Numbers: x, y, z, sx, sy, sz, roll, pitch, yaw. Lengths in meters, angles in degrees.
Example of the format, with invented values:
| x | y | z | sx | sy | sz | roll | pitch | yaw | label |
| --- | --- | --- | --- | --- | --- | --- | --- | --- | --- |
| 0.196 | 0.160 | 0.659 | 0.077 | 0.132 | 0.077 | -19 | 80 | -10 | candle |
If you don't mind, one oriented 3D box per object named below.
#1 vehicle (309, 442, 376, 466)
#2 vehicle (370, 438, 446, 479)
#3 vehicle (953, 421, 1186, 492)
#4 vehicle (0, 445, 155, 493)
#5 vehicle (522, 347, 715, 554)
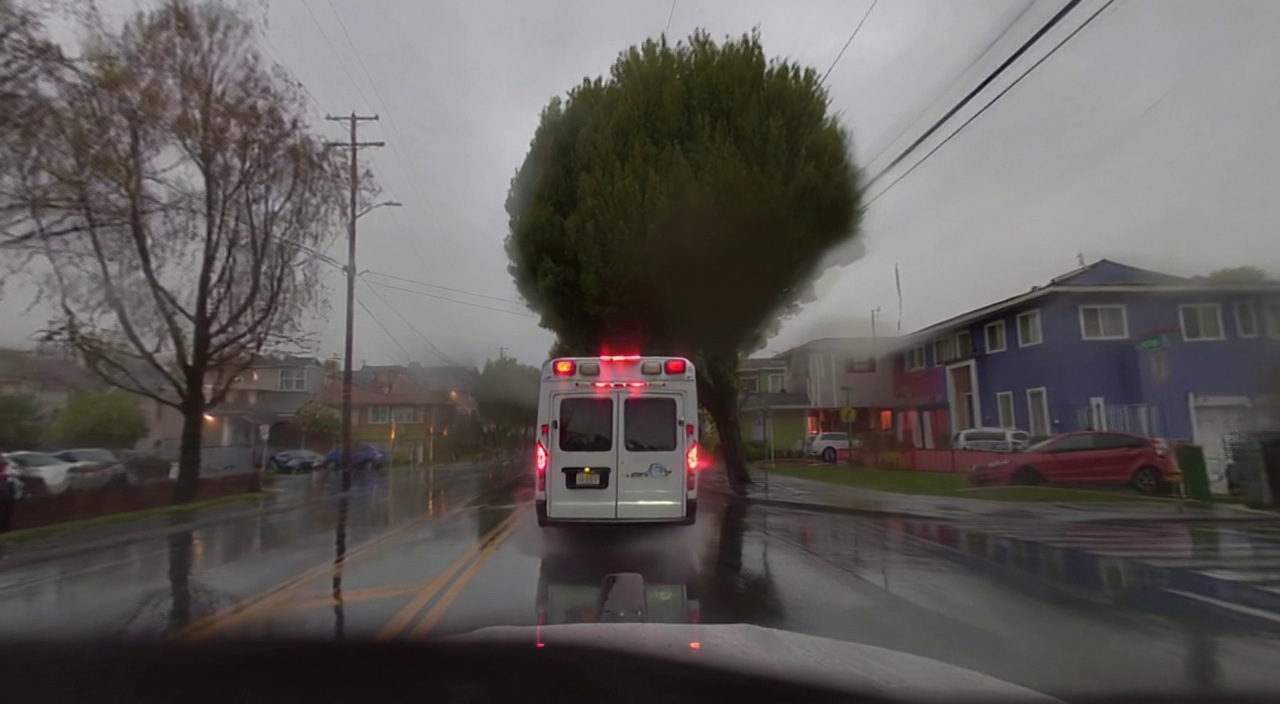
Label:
| x | y | z | sx | sy | sz | roll | pitch | yaw | label |
| --- | --- | --- | --- | --- | --- | --- | --- | --- | --- |
| -23.194 | 7.912 | 49.298 | 4.616 | 1.738 | 1.974 | 4 | -9 | -26 | vehicle |
| -11.367 | 5.132 | 30.776 | 2.290 | 1.776 | 4.947 | 5 | -10 | -33 | vehicle |
| 12.835 | 3.170 | 19.341 | 5.270 | 1.966 | 2.329 | -2 | -8 | 10 | vehicle |
| -19.131 | 3.846 | 20.934 | 4.412 | 1.468 | 1.914 | 0 | -8 | -3 | vehicle |
| -0.276 | 1.642 | 10.917 | 2.444 | 2.640 | 5.482 | 0 | -8 | 0 | vehicle |
